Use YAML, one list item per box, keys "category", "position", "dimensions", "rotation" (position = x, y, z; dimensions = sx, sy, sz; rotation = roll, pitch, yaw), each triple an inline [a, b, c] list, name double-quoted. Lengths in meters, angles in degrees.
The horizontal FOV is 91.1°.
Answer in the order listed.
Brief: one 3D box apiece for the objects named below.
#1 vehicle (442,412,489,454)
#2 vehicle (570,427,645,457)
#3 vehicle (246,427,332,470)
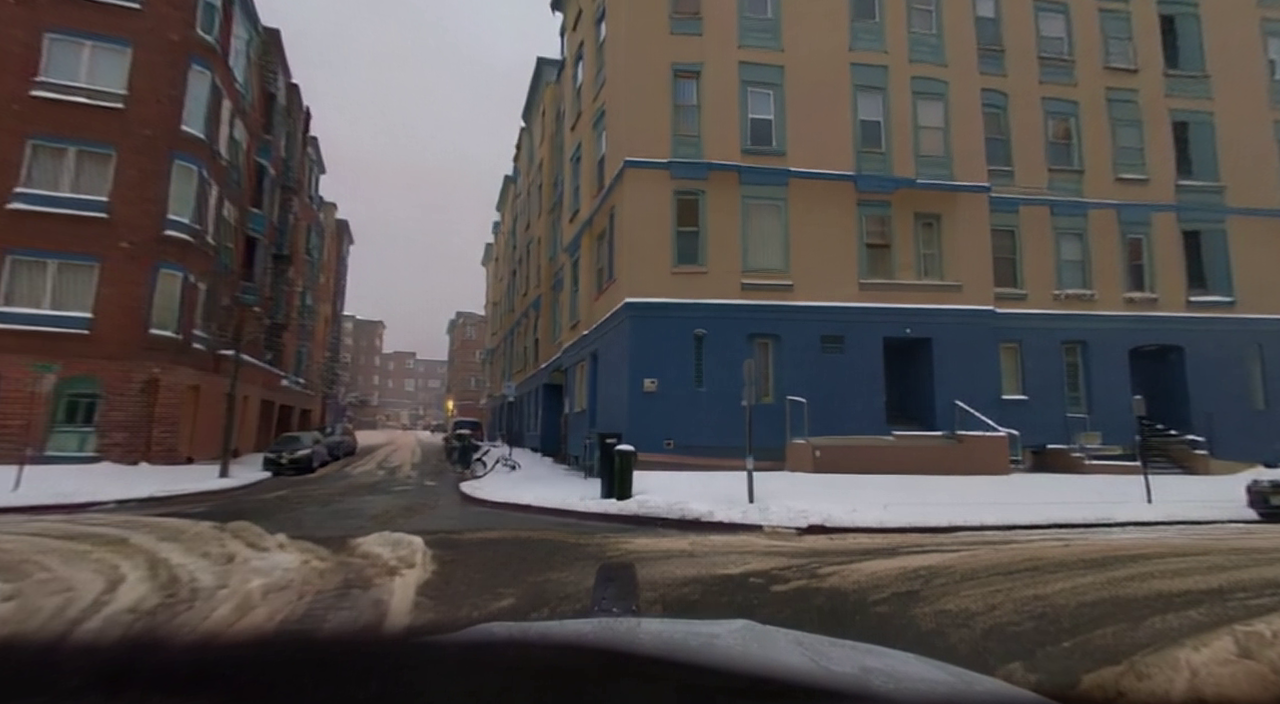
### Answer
- category: "vehicle"
  position: [-9.456, 4.388, 33.876]
  dimensions: [2.072, 2.074, 4.358]
  rotation: [3, -8, -19]
- category: "vehicle"
  position: [-1.608, 4.415, 30.945]
  dimensions: [3.404, 1.431, 1.641]
  rotation: [2, -8, -17]
- category: "vehicle"
  position: [-12.886, 3.554, 23.338]
  dimensions: [1.897, 1.431, 3.741]
  rotation: [2, -8, -16]
